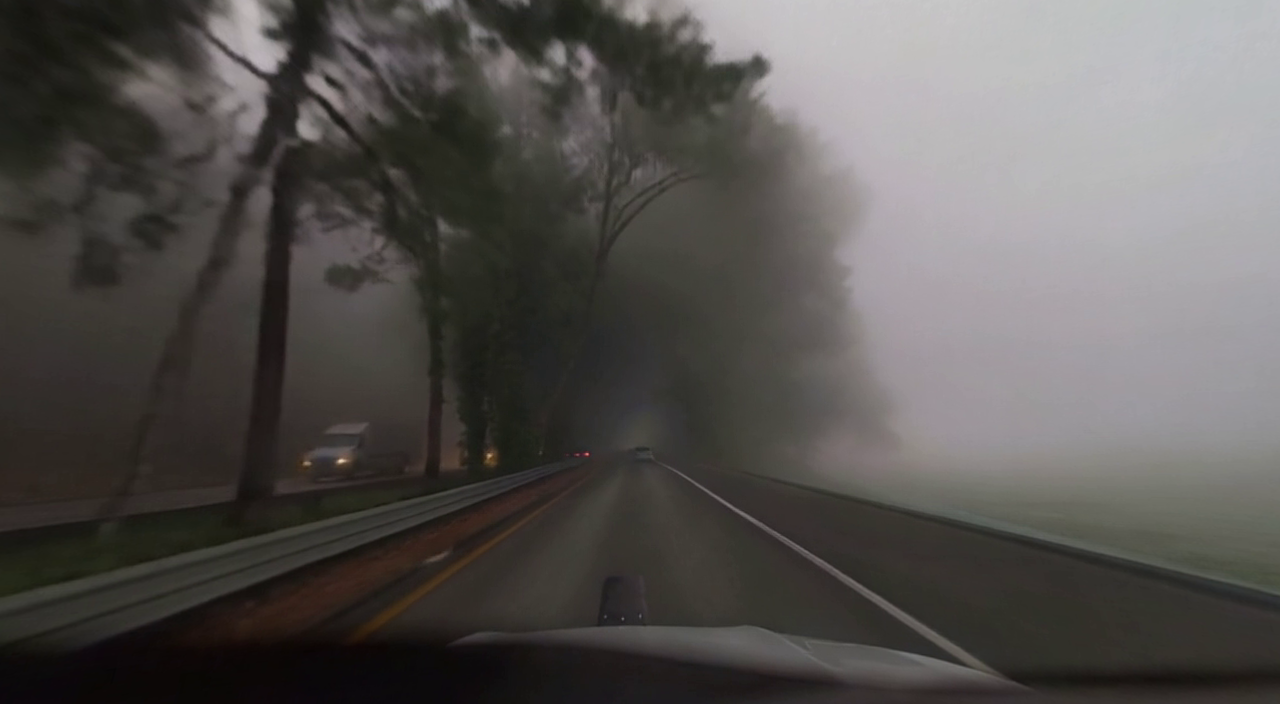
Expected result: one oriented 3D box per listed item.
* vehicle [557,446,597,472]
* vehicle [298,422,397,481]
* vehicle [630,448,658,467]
[{"bbox_3d":[-3.875,6.678,39.510,2.112,1.498,4.117,0,-9,-1],"label":"vehicle"},{"bbox_3d":[-19.361,6.671,42.375,2.913,3.570,7.466,0,-9,1],"label":"vehicle"},{"bbox_3d":[0.272,7.968,47.657,1.989,1.402,3.831,0,-9,0],"label":"vehicle"}]
